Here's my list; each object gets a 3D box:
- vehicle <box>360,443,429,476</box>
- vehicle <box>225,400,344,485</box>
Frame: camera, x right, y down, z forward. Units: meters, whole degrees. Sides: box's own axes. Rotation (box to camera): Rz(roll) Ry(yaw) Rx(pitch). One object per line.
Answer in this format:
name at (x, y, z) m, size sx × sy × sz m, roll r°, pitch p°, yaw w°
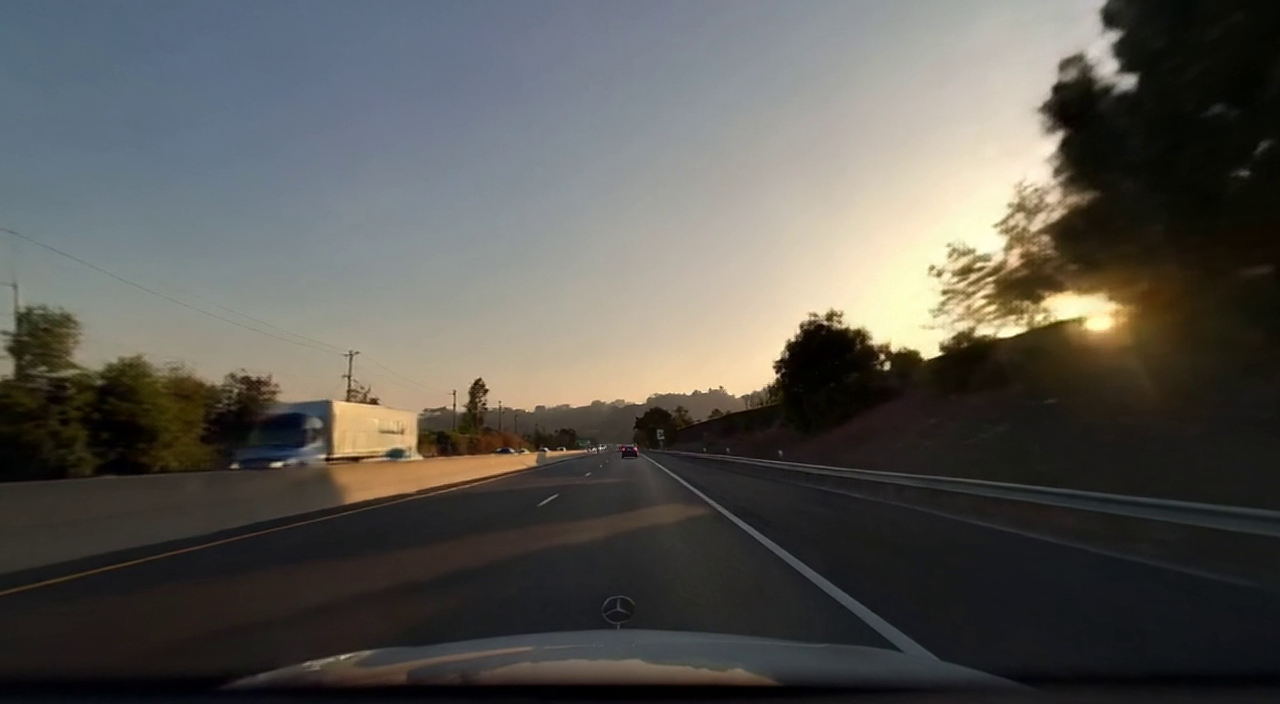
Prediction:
vehicle at (-13.270, 5.831, 34.215) m, size 2.073 × 1.645 × 4.557 m, roll 0°, pitch -9°, yaw -2°
vehicle at (-17.380, 4.477, 31.006) m, size 3.086 × 3.874 × 4.427 m, roll 0°, pitch -9°, yaw -1°
